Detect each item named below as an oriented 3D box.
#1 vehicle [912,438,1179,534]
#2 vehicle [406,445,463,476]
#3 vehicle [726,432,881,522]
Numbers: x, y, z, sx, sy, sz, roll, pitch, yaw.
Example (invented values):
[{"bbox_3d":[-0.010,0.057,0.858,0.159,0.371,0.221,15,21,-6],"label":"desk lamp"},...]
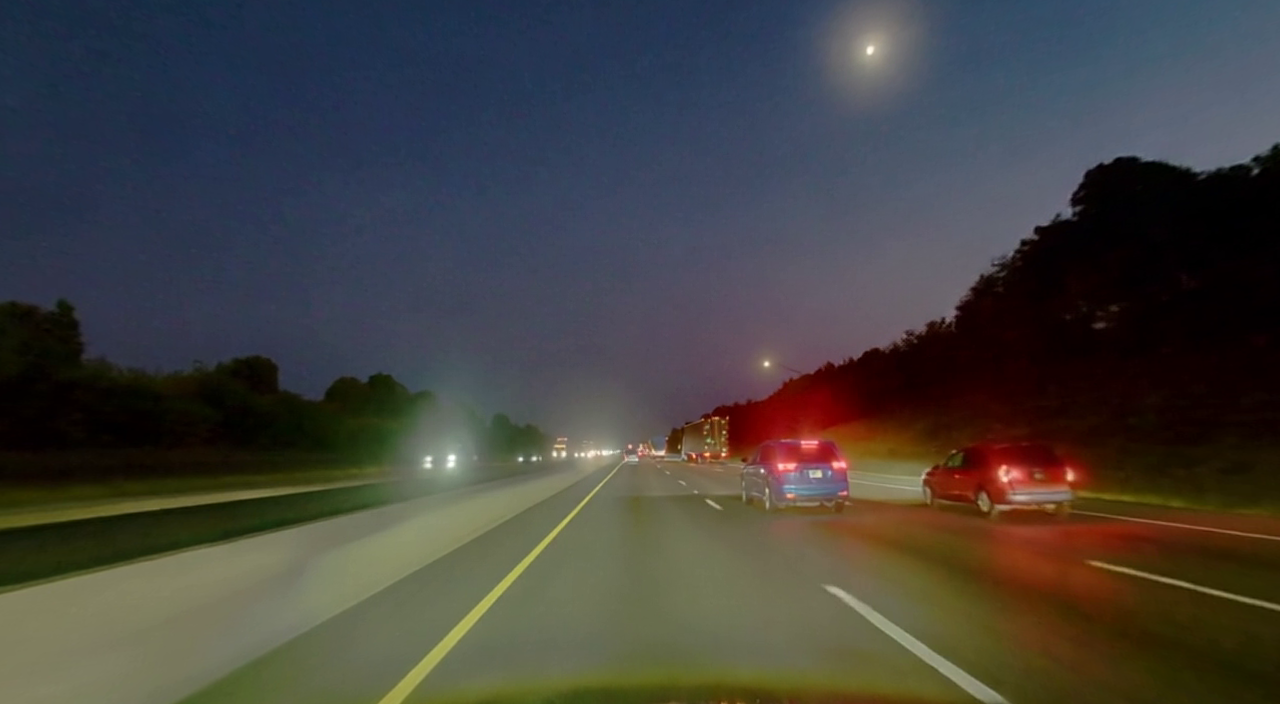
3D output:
[{"bbox_3d":[7.344,2.446,12.207,2.024,1.471,4.618,0,-9,-1],"label":"vehicle"},{"bbox_3d":[-12.040,6.361,37.230,1.932,1.689,4.361,0,-9,0],"label":"vehicle"},{"bbox_3d":[3.391,2.699,14.168,2.130,1.658,4.537,0,-9,-2],"label":"vehicle"}]
